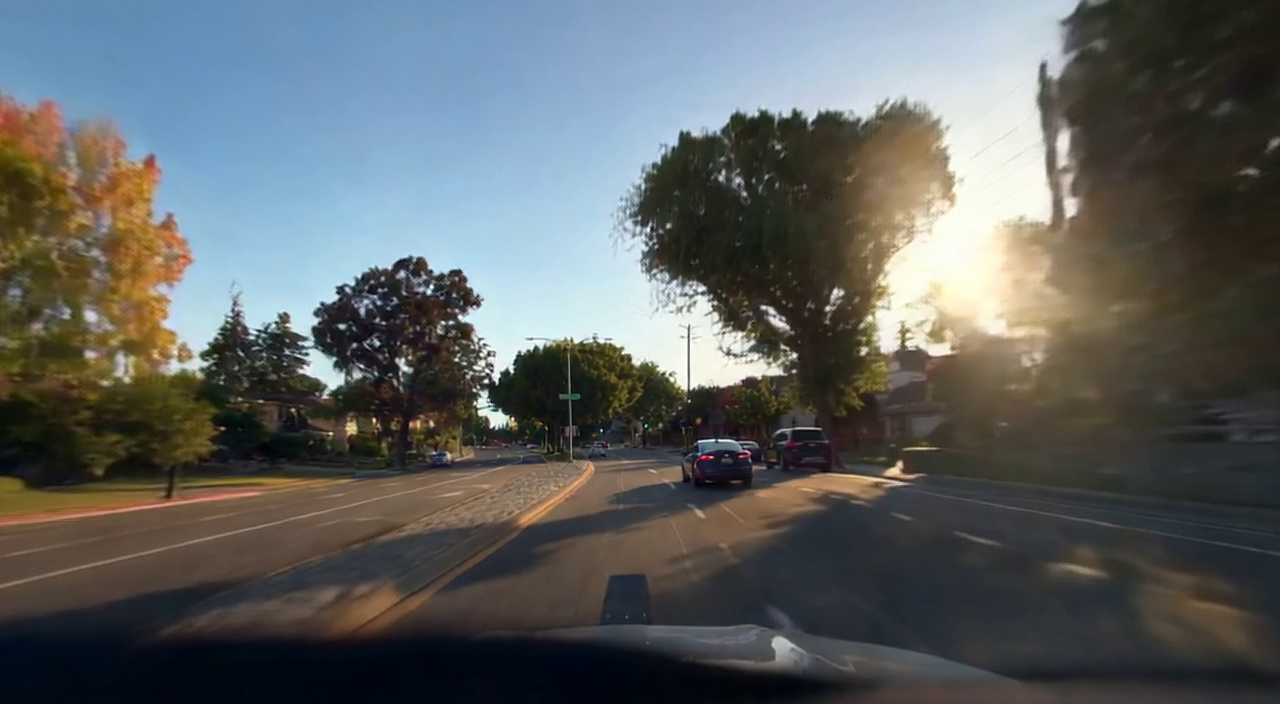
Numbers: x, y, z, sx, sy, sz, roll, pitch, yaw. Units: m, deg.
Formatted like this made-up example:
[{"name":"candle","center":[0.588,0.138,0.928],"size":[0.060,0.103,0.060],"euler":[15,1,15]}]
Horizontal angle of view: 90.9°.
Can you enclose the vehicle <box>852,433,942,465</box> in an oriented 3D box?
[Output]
[{"name":"vehicle","center":[12.555,4.777,30.961],"size":[3.635,1.482,1.879],"euler":[-2,-9,6]}]

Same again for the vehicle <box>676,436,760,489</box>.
[{"name":"vehicle","center":[2.341,3.453,19.976],"size":[1.960,1.479,4.086],"euler":[0,-9,-2]}]

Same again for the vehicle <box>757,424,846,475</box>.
[{"name":"vehicle","center":[6.565,4.048,26.241],"size":[2.065,1.861,4.704],"euler":[0,-9,-5]}]
